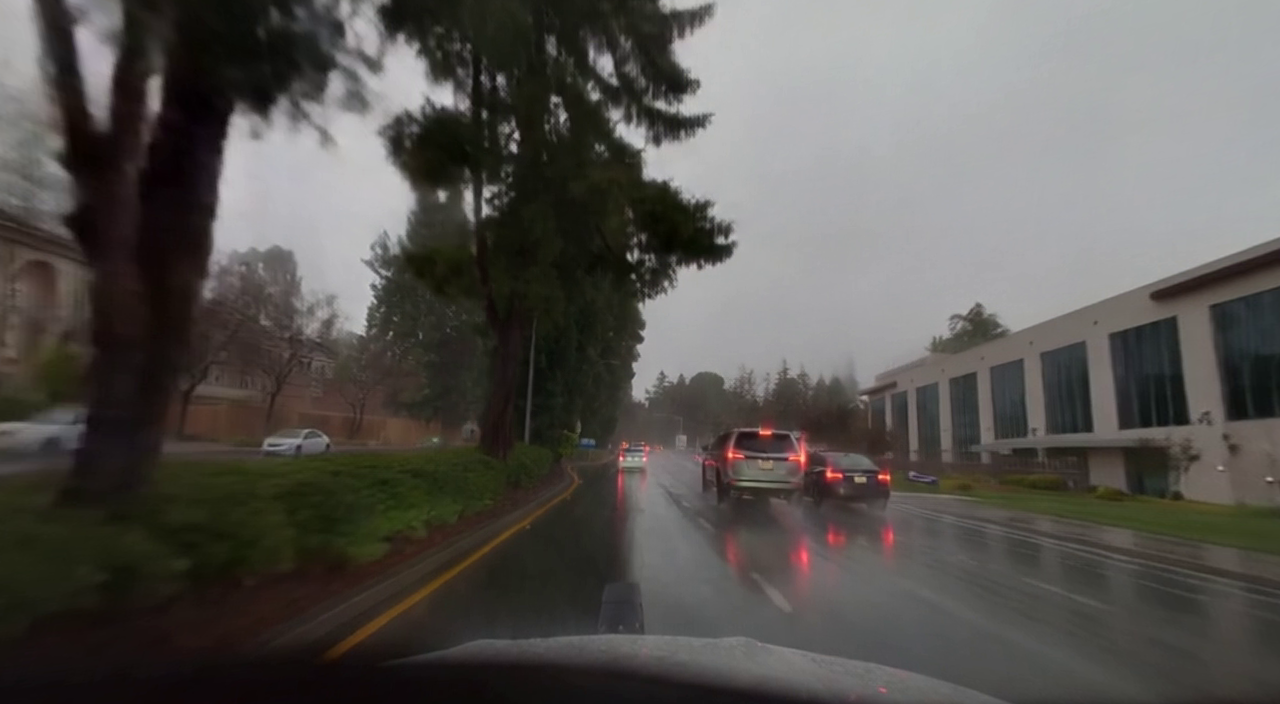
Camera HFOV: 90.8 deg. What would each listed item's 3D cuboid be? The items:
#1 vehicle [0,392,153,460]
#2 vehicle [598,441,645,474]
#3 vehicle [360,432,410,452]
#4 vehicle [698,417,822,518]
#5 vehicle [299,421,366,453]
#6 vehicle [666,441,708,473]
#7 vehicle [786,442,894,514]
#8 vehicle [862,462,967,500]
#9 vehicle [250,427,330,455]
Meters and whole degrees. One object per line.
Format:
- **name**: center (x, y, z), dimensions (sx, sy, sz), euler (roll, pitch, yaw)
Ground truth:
- **vehicle**: center (-19.292, 2.501, 20.751), dimensions (2.226, 1.925, 5.293), euler (3, -9, 1)
- **vehicle**: center (-0.869, 5.064, 30.489), dimensions (2.119, 1.460, 3.847), euler (0, -8, -1)
- **vehicle**: center (-19.594, 6.965, 48.718), dimensions (1.913, 1.417, 4.592), euler (0, -9, 0)
- **vehicle**: center (2.735, 2.744, 15.443), dimensions (2.035, 1.940, 4.299), euler (4, -9, -1)
- **vehicle**: center (-19.574, 5.497, 40.463), dimensions (2.056, 1.899, 4.803), euler (0, -8, -2)
- **vehicle**: center (2.649, 5.994, 36.360), dimensions (1.922, 1.708, 4.126), euler (0, -9, -2)
- **vehicle**: center (6.199, 3.895, 20.113), dimensions (1.913, 1.777, 4.269), euler (8, -8, 1)
- **vehicle**: center (14.151, 6.652, 32.811), dimensions (4.545, 1.770, 2.057), euler (-1, -9, 8)
- **vehicle**: center (-19.365, 4.962, 35.187), dimensions (1.877, 1.446, 4.593), euler (0, -8, -1)
